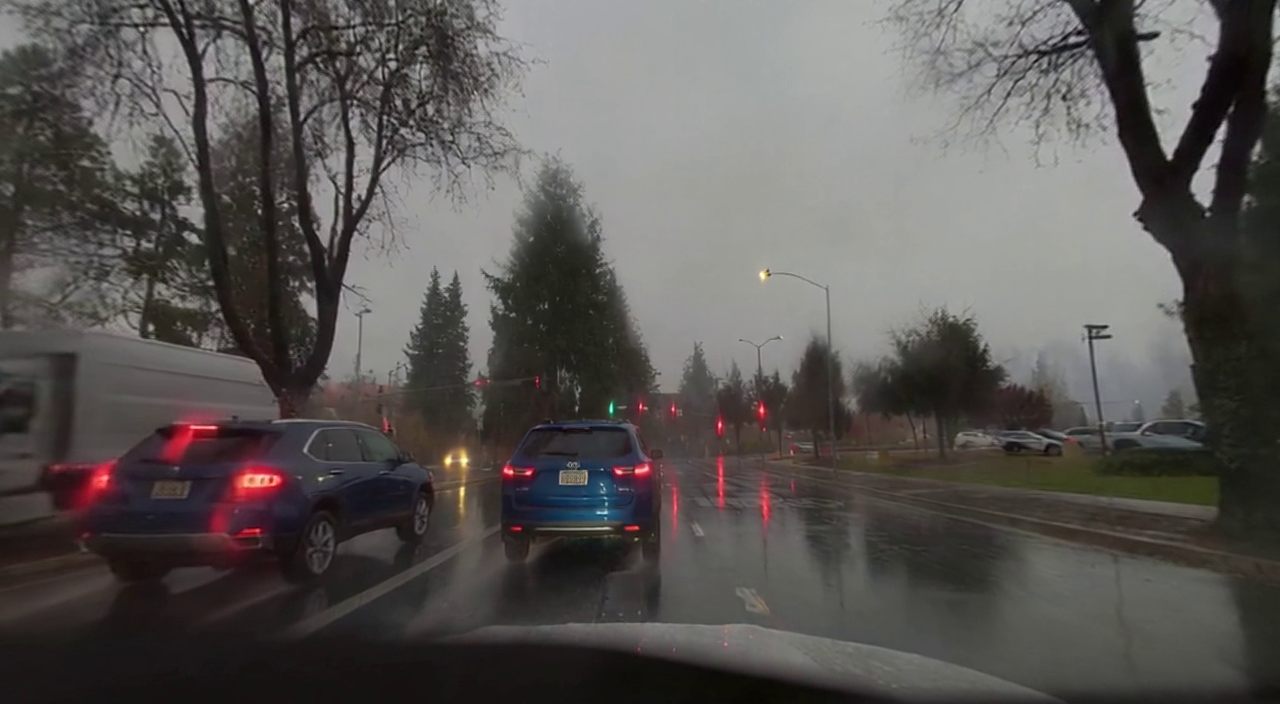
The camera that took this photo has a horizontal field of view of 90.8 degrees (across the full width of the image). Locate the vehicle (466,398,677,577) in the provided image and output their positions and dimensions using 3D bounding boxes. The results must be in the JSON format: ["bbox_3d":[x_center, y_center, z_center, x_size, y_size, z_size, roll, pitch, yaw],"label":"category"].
[{"bbox_3d":[-0.614,1.745,8.977,2.131,1.793,5.016,0,-9,2],"label":"vehicle"}]

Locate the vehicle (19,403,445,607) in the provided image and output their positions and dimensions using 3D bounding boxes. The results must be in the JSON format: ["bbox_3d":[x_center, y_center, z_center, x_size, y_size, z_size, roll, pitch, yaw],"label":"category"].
[{"bbox_3d":[-4.093,1.604,7.537,2.009,1.673,4.454,0,-9,1],"label":"vehicle"}]

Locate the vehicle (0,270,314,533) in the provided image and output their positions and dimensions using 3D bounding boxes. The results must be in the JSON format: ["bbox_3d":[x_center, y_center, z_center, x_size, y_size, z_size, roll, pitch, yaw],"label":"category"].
[{"bbox_3d":[-11.779,1.379,13.989,3.107,4.149,11.028,0,-9,0],"label":"vehicle"}]
